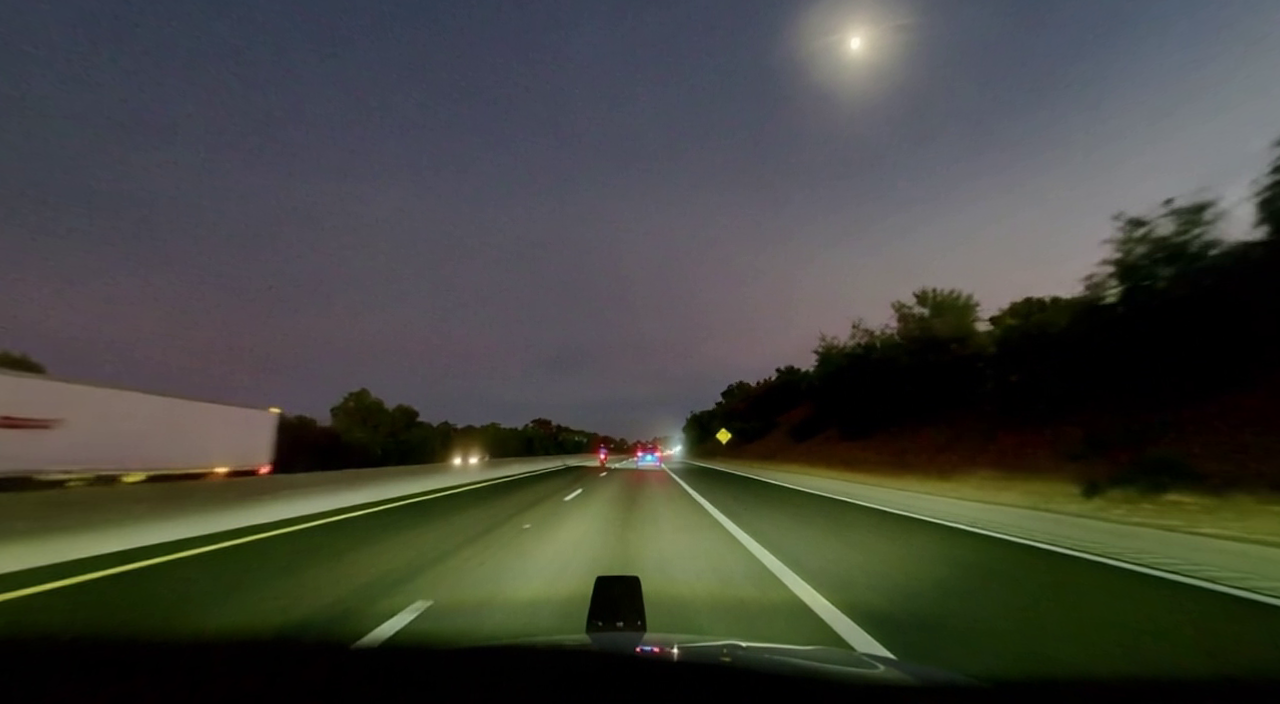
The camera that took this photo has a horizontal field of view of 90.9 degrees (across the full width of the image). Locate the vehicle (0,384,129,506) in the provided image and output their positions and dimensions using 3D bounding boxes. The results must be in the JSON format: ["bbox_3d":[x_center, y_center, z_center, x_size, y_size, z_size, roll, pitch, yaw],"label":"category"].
[{"bbox_3d":[-19.571,2.855,19.204,2.912,3.401,5.791,0,-9,0],"label":"vehicle"}]

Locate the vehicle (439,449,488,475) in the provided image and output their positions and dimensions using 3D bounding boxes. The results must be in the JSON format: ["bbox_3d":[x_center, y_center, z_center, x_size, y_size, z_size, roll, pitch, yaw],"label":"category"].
[{"bbox_3d":[-11.324,7.105,40.772,1.963,1.488,4.248,-2,-9,0],"label":"vehicle"}]

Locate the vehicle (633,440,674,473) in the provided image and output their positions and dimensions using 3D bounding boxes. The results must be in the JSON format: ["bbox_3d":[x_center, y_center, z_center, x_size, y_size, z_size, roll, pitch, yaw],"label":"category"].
[{"bbox_3d":[0.764,6.068,36.704,2.247,1.825,4.036,0,-9,0],"label":"vehicle"}]
